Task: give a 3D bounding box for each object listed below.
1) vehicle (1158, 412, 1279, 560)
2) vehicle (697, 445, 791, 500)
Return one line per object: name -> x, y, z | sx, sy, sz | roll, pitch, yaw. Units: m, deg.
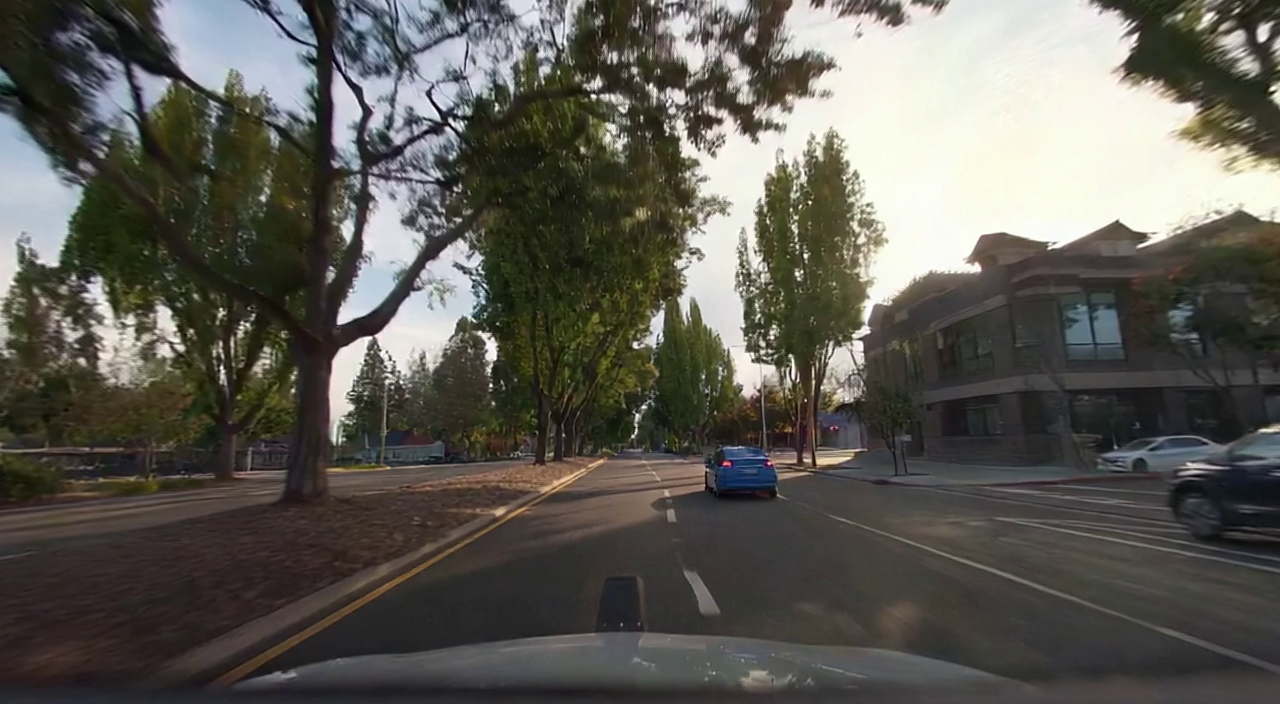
vehicle -> 9.738, 1.578, 7.094 | 2.651, 1.914, 5.992 | 0, -9, -1
vehicle -> 2.900, 3.467, 18.678 | 1.929, 1.411, 4.284 | 0, -9, -2
